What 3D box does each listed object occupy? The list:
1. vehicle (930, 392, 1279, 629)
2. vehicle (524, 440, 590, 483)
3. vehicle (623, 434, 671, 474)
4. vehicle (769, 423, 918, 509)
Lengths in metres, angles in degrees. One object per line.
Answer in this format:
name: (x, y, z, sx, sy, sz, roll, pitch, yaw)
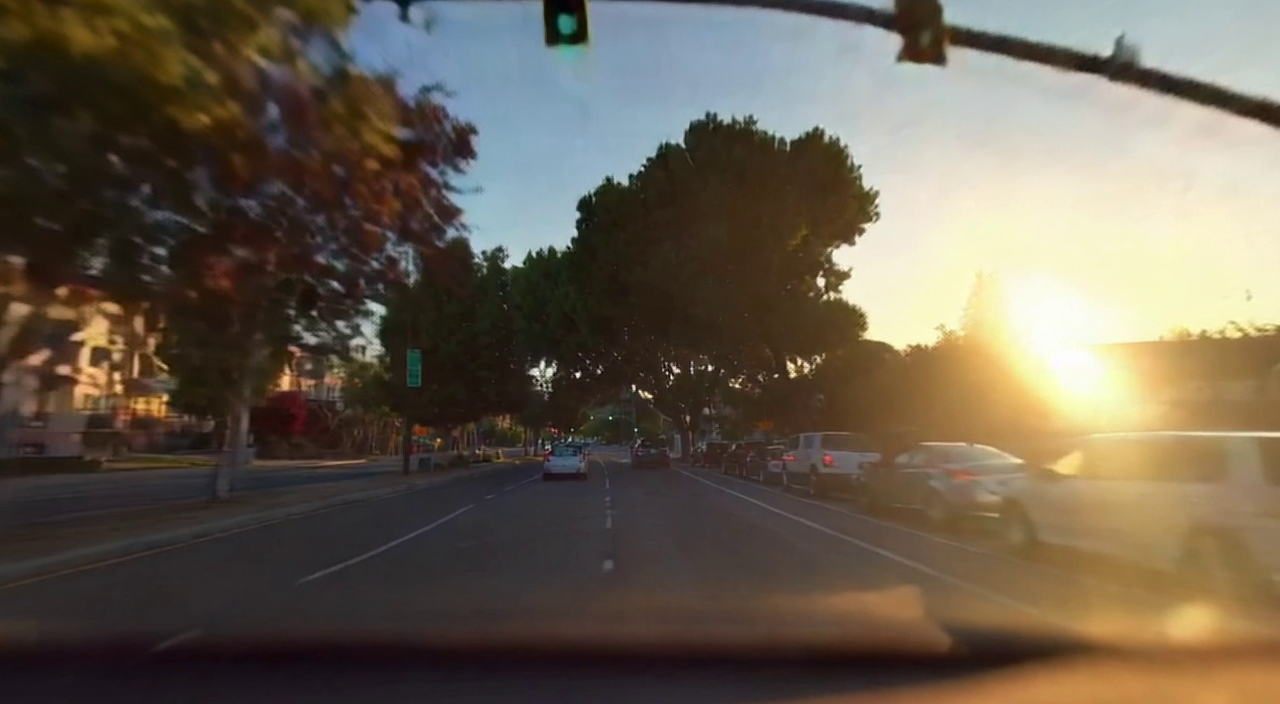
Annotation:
vehicle: (5.814, 1.598, 7.046, 2.184, 1.786, 5.497, 2, -9, -4)
vehicle: (-3.023, 4.056, 23.685, 2.140, 1.474, 4.026, 0, -8, -3)
vehicle: (0.257, 4.949, 30.817, 2.073, 1.822, 4.276, 0, -8, -3)
vehicle: (5.163, 2.961, 16.884, 2.177, 1.966, 4.707, 0, -8, -3)
